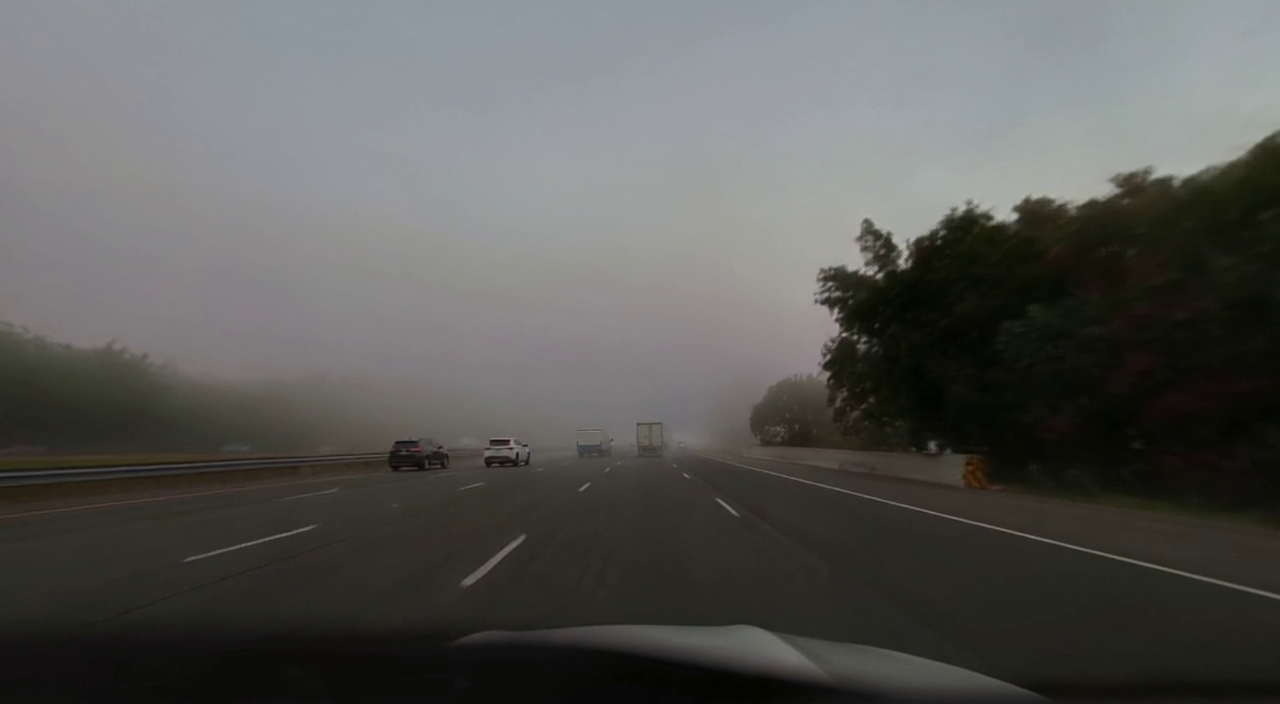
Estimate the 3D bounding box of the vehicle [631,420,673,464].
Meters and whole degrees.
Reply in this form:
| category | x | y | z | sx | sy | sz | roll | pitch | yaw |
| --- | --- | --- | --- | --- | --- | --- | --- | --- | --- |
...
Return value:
| category | x | y | z | sx | sy | sz | roll | pitch | yaw |
| --- | --- | --- | --- | --- | --- | --- | --- | --- | --- |
| vehicle | 0.821 | 6.359 | 44.607 | 2.768 | 2.854 | 6.757 | 0 | -8 | 1 |

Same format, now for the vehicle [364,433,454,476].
| category | x | y | z | sx | sy | sz | roll | pitch | yaw |
| --- | --- | --- | --- | --- | --- | --- | --- | --- | --- |
| vehicle | -10.625 | 4.765 | 29.578 | 2.080 | 1.777 | 5.450 | 0 | -8 | 0 |

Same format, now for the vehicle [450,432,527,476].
| category | x | y | z | sx | sy | sz | roll | pitch | yaw |
| --- | --- | --- | --- | --- | --- | --- | --- | --- | --- |
| vehicle | -6.909 | 4.728 | 29.430 | 2.206 | 1.838 | 4.889 | 0 | -8 | 2 |

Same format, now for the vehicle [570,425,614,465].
| category | x | y | z | sx | sy | sz | roll | pitch | yaw |
| --- | --- | --- | --- | --- | --- | --- | --- | --- | --- |
| vehicle | -3.155 | 6.312 | 42.749 | 2.328 | 2.519 | 5.238 | 0 | -8 | 3 |
